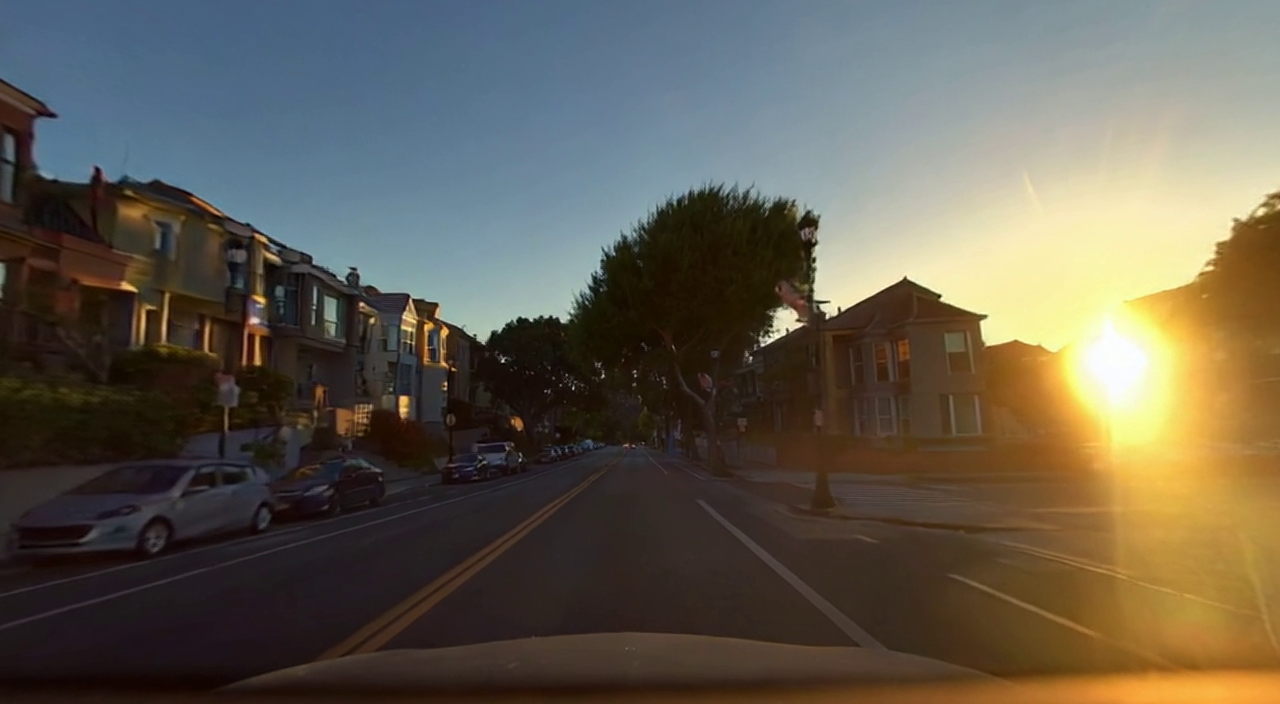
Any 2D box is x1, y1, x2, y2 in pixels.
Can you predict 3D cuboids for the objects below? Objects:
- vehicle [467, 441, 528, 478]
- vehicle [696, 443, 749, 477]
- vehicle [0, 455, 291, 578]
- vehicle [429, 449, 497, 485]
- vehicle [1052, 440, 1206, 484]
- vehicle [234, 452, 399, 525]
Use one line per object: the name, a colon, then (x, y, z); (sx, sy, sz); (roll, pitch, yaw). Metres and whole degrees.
vehicle: (-7.815, 5.980, 35.203); (2.283, 1.853, 4.903); (-1, -9, -1)
vehicle: (4.330, 5.706, 33.713); (2.034, 1.674, 4.271); (1, -9, -3)
vehicle: (-8.036, 2.485, 10.419); (1.970, 1.480, 4.616); (-1, -9, -1)
vehicle: (-8.065, 5.271, 29.236); (1.967, 1.517, 4.360); (0, -9, -1)
vehicle: (20.141, 4.534, 26.193); (4.568, 1.727, 2.199); (0, -9, -2)
vehicle: (-7.938, 3.347, 16.097); (1.836, 1.474, 4.565); (-1, -8, -1)
